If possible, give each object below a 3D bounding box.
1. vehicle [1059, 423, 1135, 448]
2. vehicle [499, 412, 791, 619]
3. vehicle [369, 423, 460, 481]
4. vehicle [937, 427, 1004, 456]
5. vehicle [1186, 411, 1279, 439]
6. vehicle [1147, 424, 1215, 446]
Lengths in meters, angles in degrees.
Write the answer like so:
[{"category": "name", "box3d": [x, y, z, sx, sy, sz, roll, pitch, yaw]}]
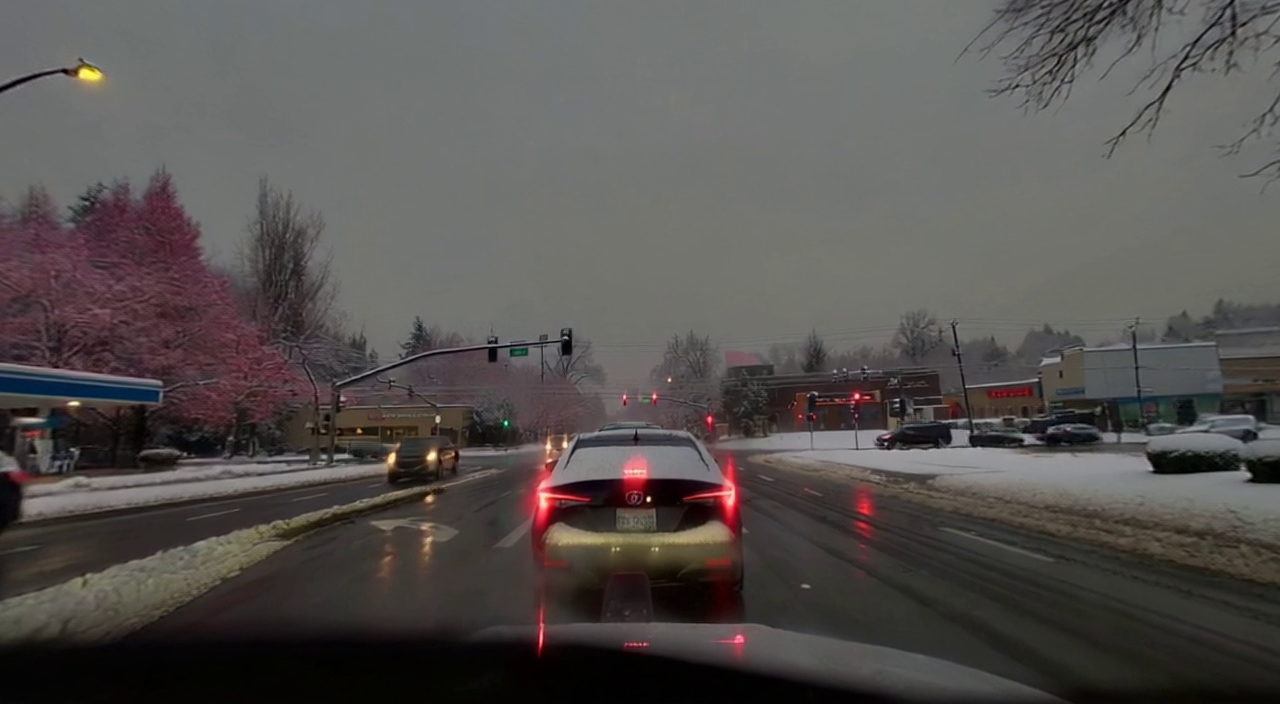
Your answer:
[{"category": "vehicle", "box3d": [34.756, 6.389, 48.038, 4.294, 1.557, 1.744, -4, -7, 1]}, {"category": "vehicle", "box3d": [0.011, 1.482, 6.666, 2.112, 1.482, 4.057, 0, -8, -1]}, {"category": "vehicle", "box3d": [-8.936, 4.001, 25.553, 2.378, 2.084, 5.225, 1, -8, -8]}, {"category": "vehicle", "box3d": [18.377, 4.960, 34.983, 2.053, 1.495, 4.091, -8, -12, 44]}, {"category": "vehicle", "box3d": [36.315, 4.550, 38.620, 1.848, 1.581, 4.475, 0, -8, 3]}, {"category": "vehicle", "box3d": [41.104, 6.317, 47.906, 3.573, 1.432, 1.604, -3, -7, 2]}]
